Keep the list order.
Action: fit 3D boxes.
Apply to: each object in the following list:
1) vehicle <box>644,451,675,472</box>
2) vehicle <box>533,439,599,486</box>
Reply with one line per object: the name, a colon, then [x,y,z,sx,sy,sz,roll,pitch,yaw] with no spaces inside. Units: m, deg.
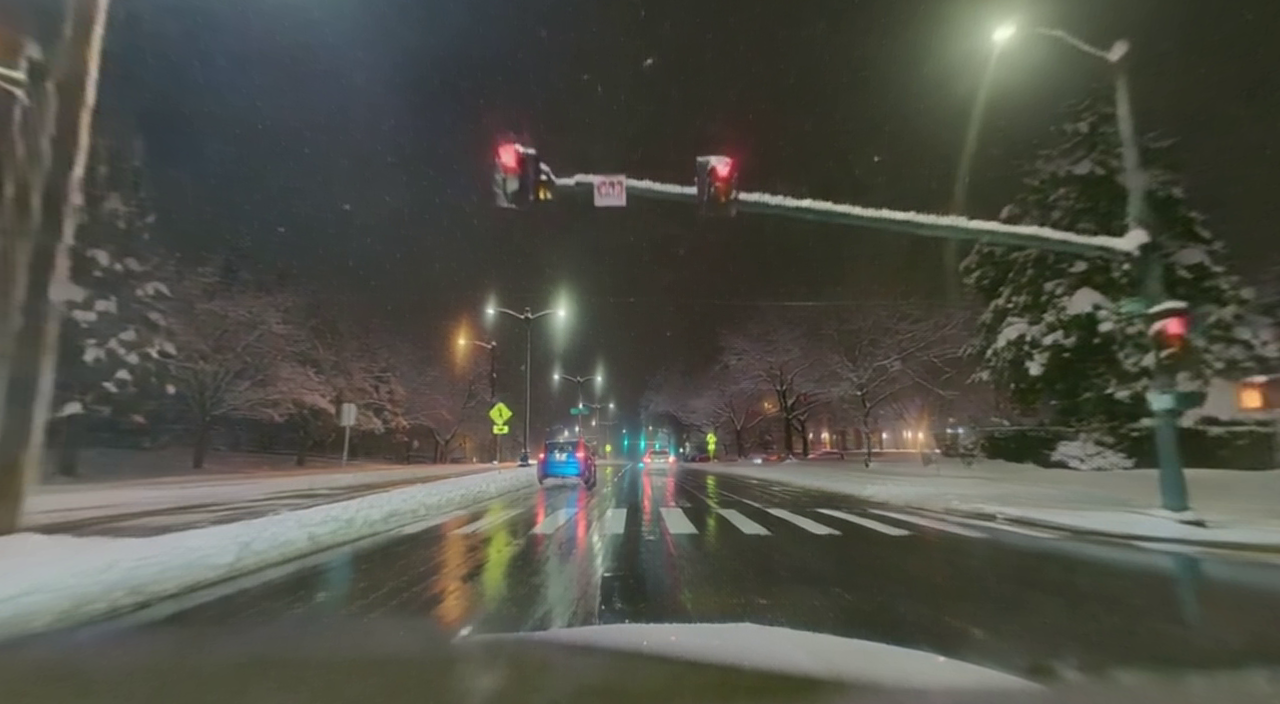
vehicle: [1.391,8.050,46.582,2.075,1.480,3.920,0,-9,0]
vehicle: [-3.002,4.611,26.592,2.150,1.812,4.423,0,-9,1]
